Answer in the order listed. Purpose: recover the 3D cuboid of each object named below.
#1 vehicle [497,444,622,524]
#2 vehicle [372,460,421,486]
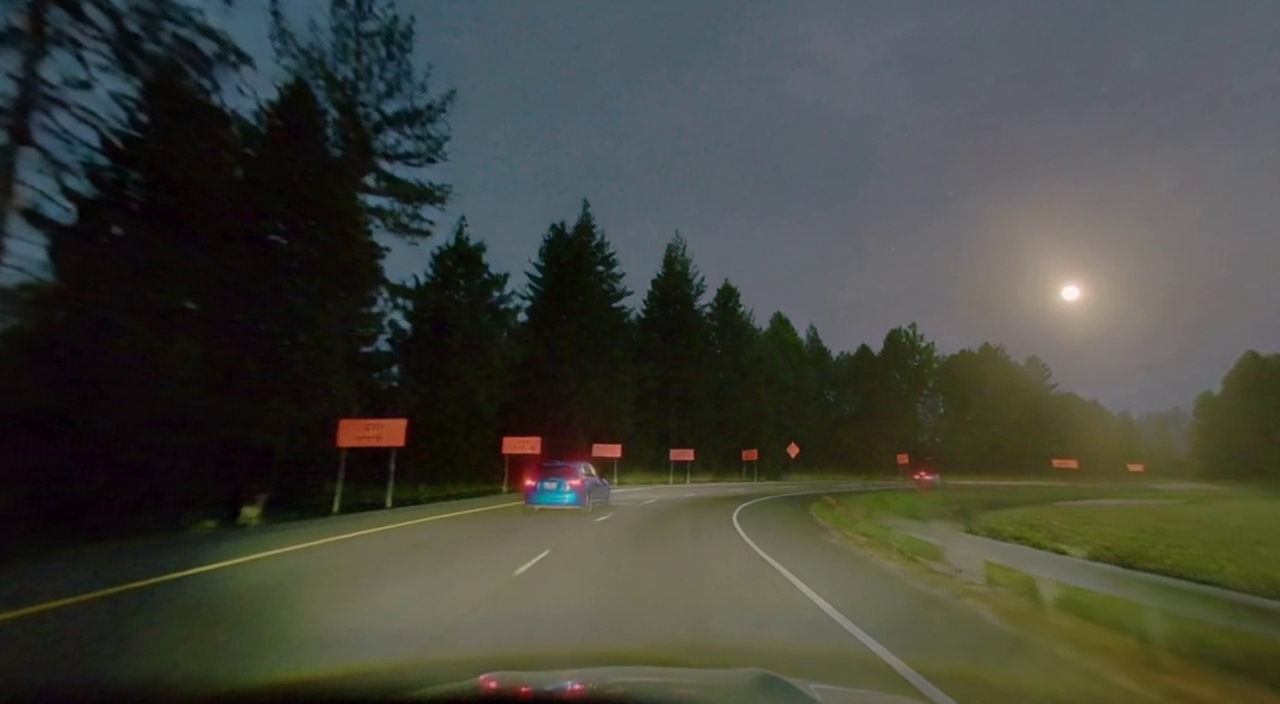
[{"bbox_3d":[-1.849,3.306,16.106,1.997,1.692,4.422,-1,-10,9],"label":"vehicle"},{"bbox_3d":[-15.204,7.584,39.542,1.758,1.470,3.823,1,-10,-5],"label":"vehicle"}]
